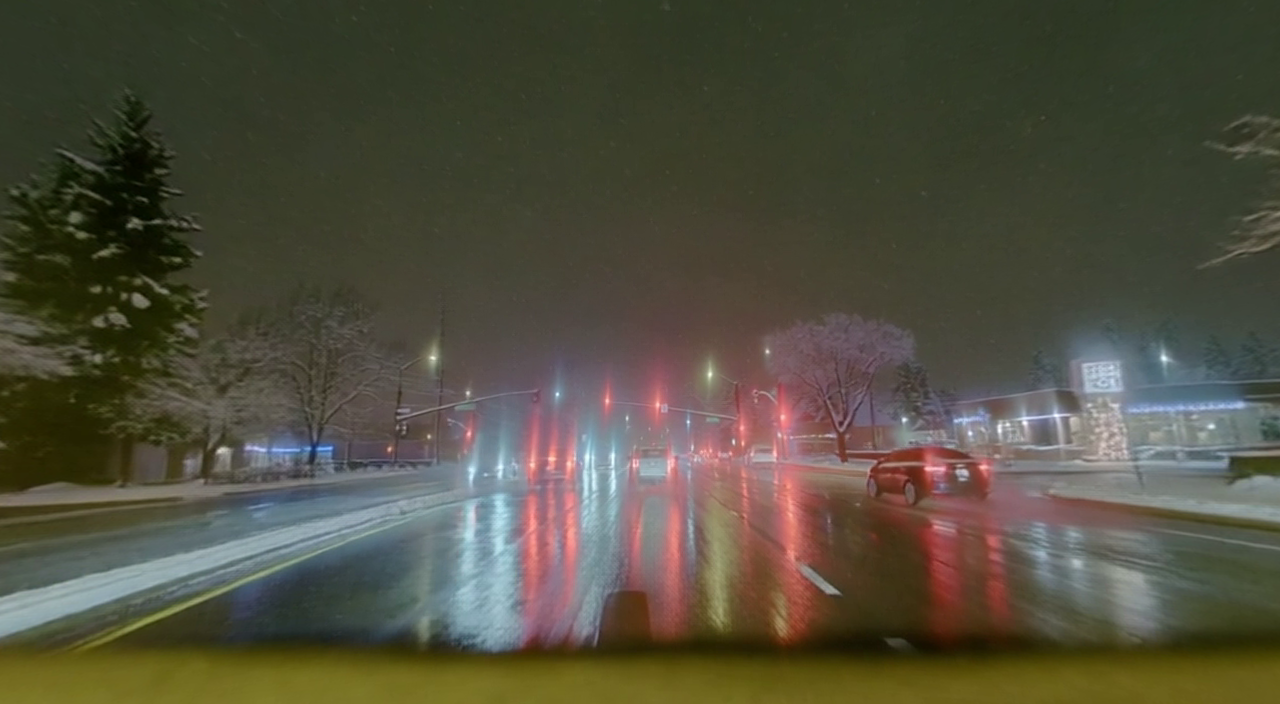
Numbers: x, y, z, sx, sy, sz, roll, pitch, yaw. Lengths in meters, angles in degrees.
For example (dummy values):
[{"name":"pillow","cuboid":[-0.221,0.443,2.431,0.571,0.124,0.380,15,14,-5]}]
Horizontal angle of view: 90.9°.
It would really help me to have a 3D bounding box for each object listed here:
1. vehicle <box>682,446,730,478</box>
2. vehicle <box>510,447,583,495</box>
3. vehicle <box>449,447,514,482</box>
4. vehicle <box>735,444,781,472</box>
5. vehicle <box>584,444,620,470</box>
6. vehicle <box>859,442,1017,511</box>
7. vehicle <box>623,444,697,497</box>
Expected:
[{"name":"vehicle","cuboid":[3.341,5.661,32.821,1.988,1.528,4.144,0,-8,-1]},{"name":"vehicle","cuboid":[-3.149,4.065,22.055,1.938,1.472,4.399,0,-8,-1]},{"name":"vehicle","cuboid":[-8.254,5.883,33.280,2.212,1.652,4.376,-1,-8,1]},{"name":"vehicle","cuboid":[7.603,6.848,41.064,2.044,1.701,4.397,0,-8,-1]},{"name":"vehicle","cuboid":[-2.624,7.358,44.500,2.219,1.699,4.090,-1,-8,2]},{"name":"vehicle","cuboid":[7.424,3.106,16.295,1.892,1.515,4.400,0,-8,-1]},{"name":"vehicle","cuboid":[0.581,3.645,19.796,2.096,1.473,3.893,0,-8,0]}]
